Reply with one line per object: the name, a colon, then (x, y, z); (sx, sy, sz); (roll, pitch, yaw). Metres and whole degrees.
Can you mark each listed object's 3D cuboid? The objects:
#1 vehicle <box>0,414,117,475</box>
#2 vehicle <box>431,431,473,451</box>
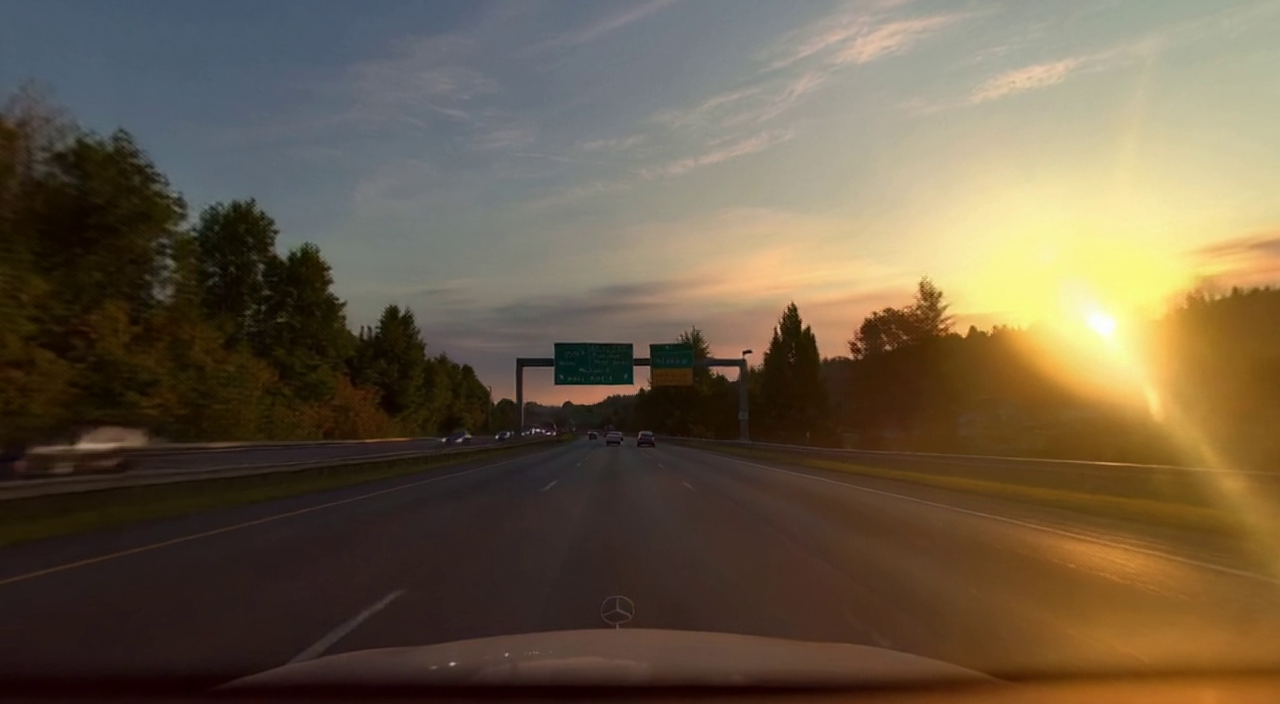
vehicle: (-17.370, 2.578, 17.607); (1.916, 1.544, 4.149); (0, -8, 0)
vehicle: (-14.749, 7.006, 49.645); (1.916, 1.461, 4.780); (0, -8, -2)
